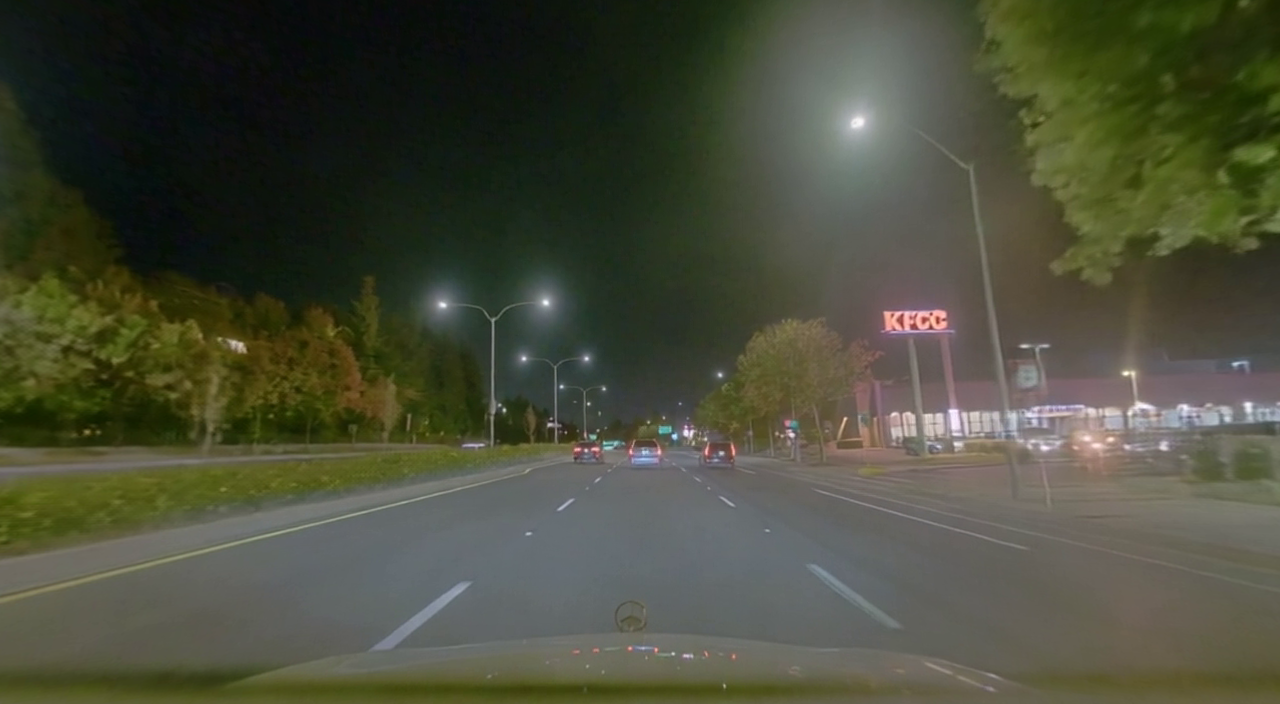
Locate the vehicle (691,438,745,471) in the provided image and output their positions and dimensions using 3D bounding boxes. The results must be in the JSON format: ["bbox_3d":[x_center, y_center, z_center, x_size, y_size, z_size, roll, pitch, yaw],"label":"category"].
[{"bbox_3d":[3.705,4.978,30.799,2.012,1.462,4.400,0,-8,-1],"label":"vehicle"}]

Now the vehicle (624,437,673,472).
[{"bbox_3d":[0.366,4.667,28.905,2.059,1.477,4.216,0,-8,0],"label":"vehicle"}]

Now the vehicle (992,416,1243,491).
[{"bbox_3d":[13.215,2.860,17.789,5.144,1.834,2.188,-2,-9,2],"label":"vehicle"}]

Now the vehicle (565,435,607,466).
[{"bbox_3d":[-3.011,5.622,36.043,1.995,1.607,4.086,0,-8,1],"label":"vehicle"}]

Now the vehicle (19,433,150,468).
[{"bbox_3d":[-35.246,6.262,40.400,2.578,1.973,6.455,1,-8,-1],"label":"vehicle"}]

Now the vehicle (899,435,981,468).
[{"bbox_3d":[15.275,5.098,32.389,2.099,1.526,4.555,-1,-8,2],"label":"vehicle"}]

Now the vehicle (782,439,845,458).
[{"bbox_3d":[13.628,7.639,49.860,4.622,1.469,1.934,-2,-9,11],"label":"vehicle"}]
